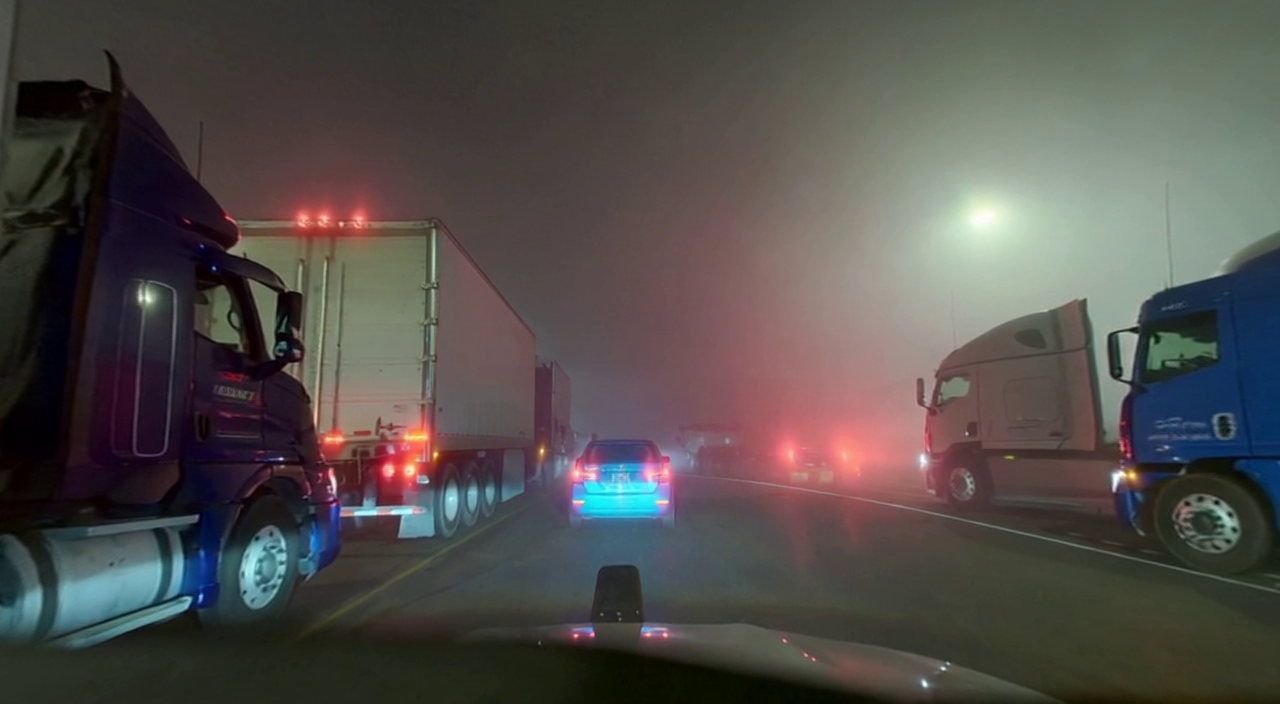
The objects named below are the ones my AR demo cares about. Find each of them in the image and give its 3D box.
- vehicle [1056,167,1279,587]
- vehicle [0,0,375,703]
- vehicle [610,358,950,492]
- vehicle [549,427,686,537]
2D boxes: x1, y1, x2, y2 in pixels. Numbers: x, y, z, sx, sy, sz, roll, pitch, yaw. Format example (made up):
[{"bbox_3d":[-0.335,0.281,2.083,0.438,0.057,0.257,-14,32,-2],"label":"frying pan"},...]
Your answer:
[{"bbox_3d":[11.170,-0.219,3.957,13.564,4.152,3.110,-9,-12,42],"label":"vehicle"},{"bbox_3d":[-3.951,-0.092,1.318,2.986,3.391,9.523,0,-9,-3],"label":"vehicle"},{"bbox_3d":[4.478,3.168,25.727,2.877,4.124,14.516,4,-9,-41],"label":"vehicle"},{"bbox_3d":[-0.388,2.346,11.842,2.140,1.682,3.971,0,-9,-1],"label":"vehicle"}]
